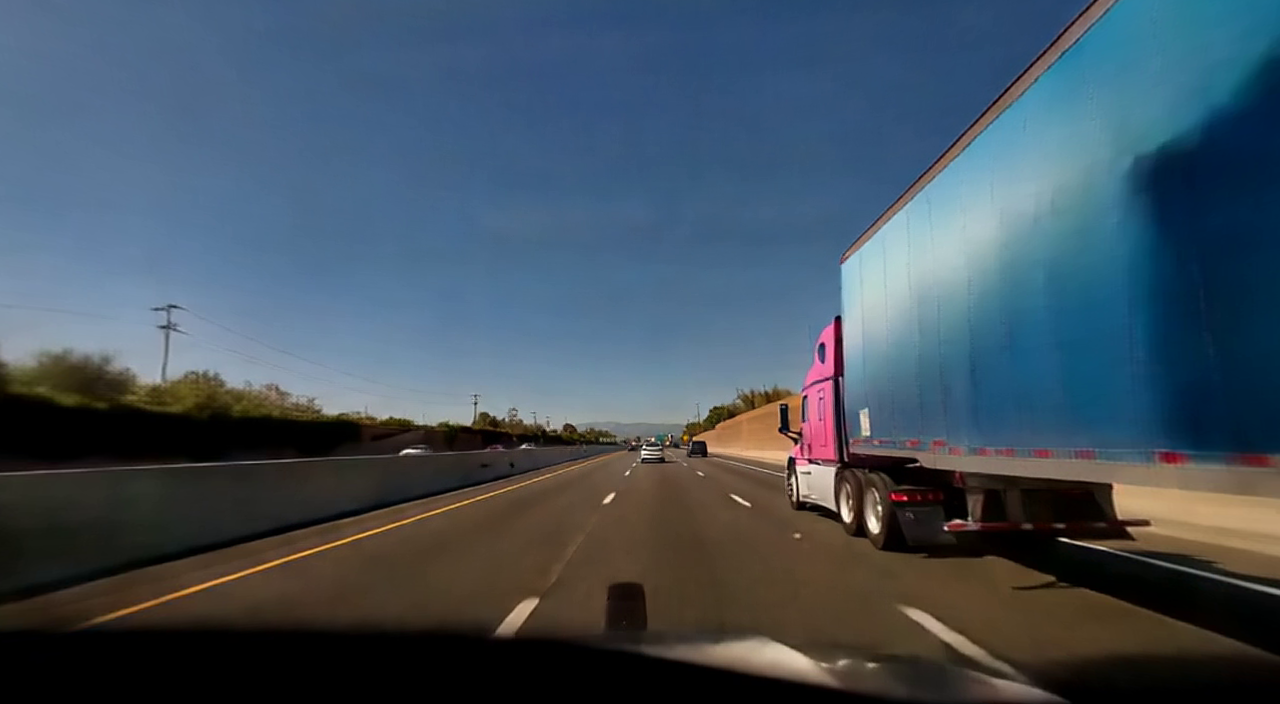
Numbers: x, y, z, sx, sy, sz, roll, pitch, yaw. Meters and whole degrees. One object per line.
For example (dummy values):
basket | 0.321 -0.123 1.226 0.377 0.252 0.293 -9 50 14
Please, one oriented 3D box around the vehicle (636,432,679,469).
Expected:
vehicle | 0.931 5.393 34.637 2.205 1.860 4.301 -1 -8 1

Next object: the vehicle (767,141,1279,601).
vehicle | 4.323 0.696 9.755 3.030 3.985 8.655 -1 -8 1
